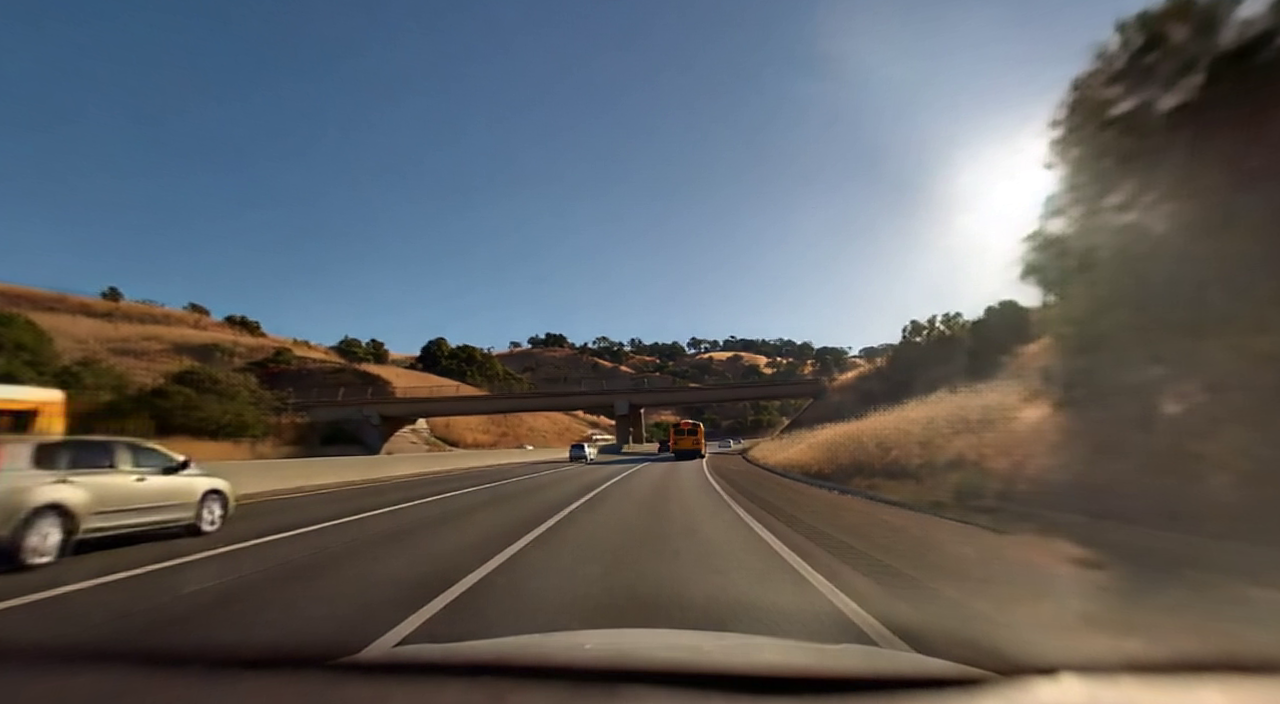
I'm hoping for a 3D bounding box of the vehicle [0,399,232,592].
[{"bbox_3d":[-6.722,1.364,6.221,2.172,1.689,4.625,0,-8,2],"label":"vehicle"}]

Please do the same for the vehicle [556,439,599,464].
[{"bbox_3d":[-4.410,7.072,44.996,2.106,1.704,4.637,-1,-9,7],"label":"vehicle"}]
